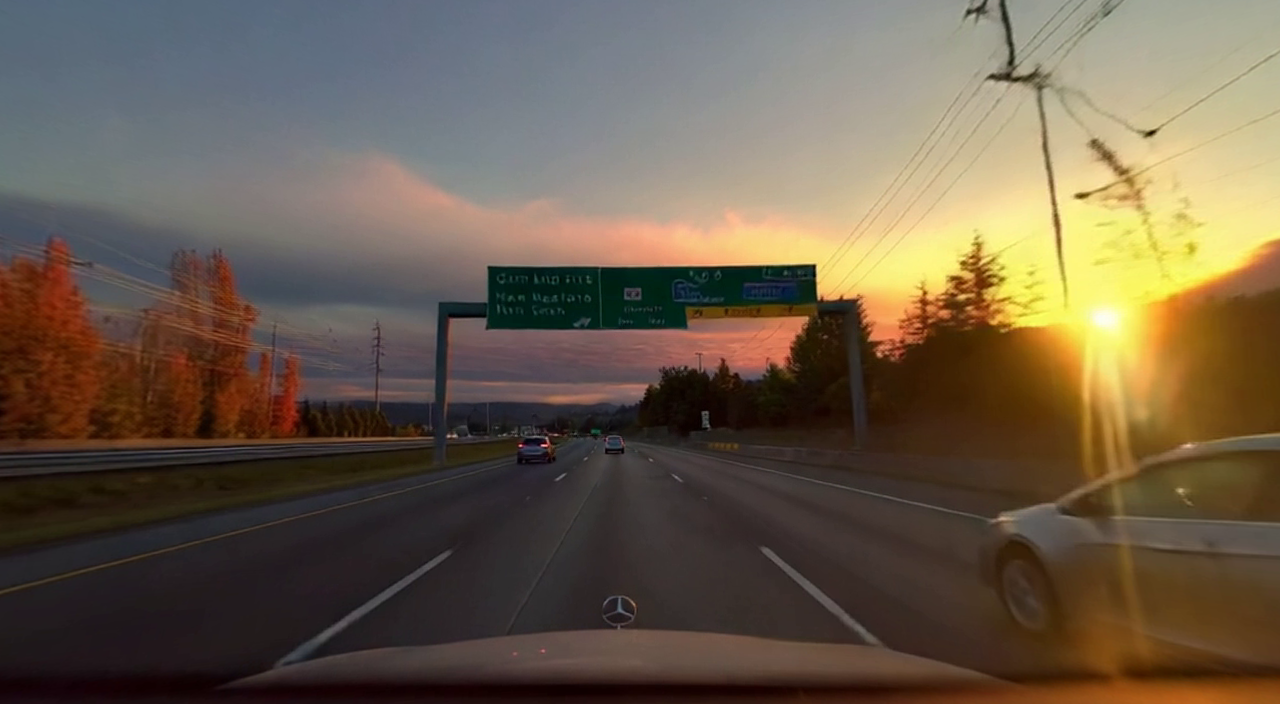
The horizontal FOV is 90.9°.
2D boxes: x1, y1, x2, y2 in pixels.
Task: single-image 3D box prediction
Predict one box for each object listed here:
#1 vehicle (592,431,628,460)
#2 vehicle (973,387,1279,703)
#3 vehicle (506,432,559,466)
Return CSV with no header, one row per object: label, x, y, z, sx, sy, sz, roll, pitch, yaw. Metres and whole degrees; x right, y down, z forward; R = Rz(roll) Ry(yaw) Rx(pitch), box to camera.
vehicle,-1.820,5.850,39.616,2.159,1.690,3.720,0,-8,-1
vehicle,3.789,0.941,2.708,2.033,1.576,4.691,0,-8,-2
vehicle,-5.368,4.892,31.938,2.100,1.590,4.077,0,-8,-2
